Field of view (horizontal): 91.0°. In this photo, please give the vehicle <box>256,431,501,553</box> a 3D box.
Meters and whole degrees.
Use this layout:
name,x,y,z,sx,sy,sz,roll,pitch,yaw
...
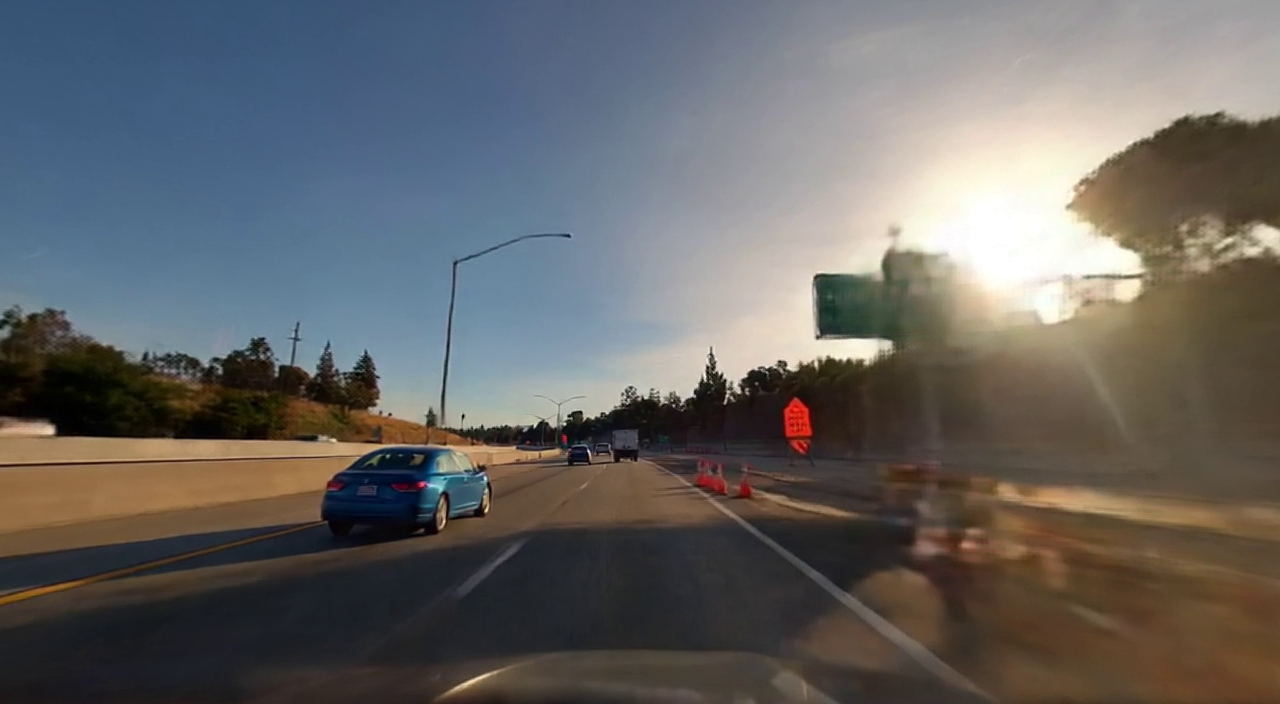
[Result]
name,x,y,z,sx,sy,sz,roll,pitch,yaw
vehicle,-3.807,2.128,10.307,2.012,1.510,4.672,0,-9,0

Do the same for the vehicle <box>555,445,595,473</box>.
name,x,y,z,sx,sy,sz,roll,pitch,yaw
vehicle,-3.554,5.984,35.303,1.965,1.459,4.145,1,-9,-2

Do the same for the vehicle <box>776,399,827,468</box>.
name,x,y,z,sx,sy,sz,roll,pitch,yaw
vehicle,10.124,5.169,39.648,2.203,4.166,2.914,1,-9,-3
